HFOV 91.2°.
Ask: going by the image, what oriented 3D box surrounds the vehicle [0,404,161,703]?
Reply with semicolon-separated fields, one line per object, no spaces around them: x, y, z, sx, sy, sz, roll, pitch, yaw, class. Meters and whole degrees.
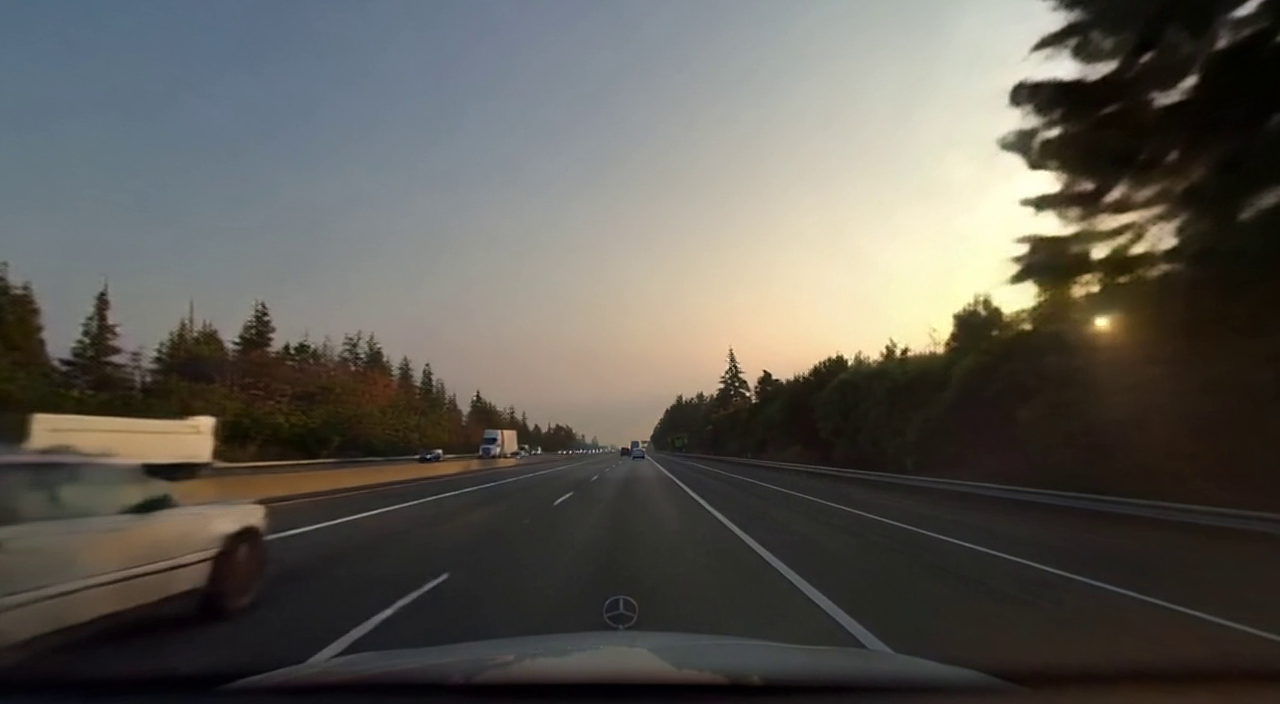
-4.011;0.845;1.906;1.933;1.497;3.973;0;-9;0;vehicle
